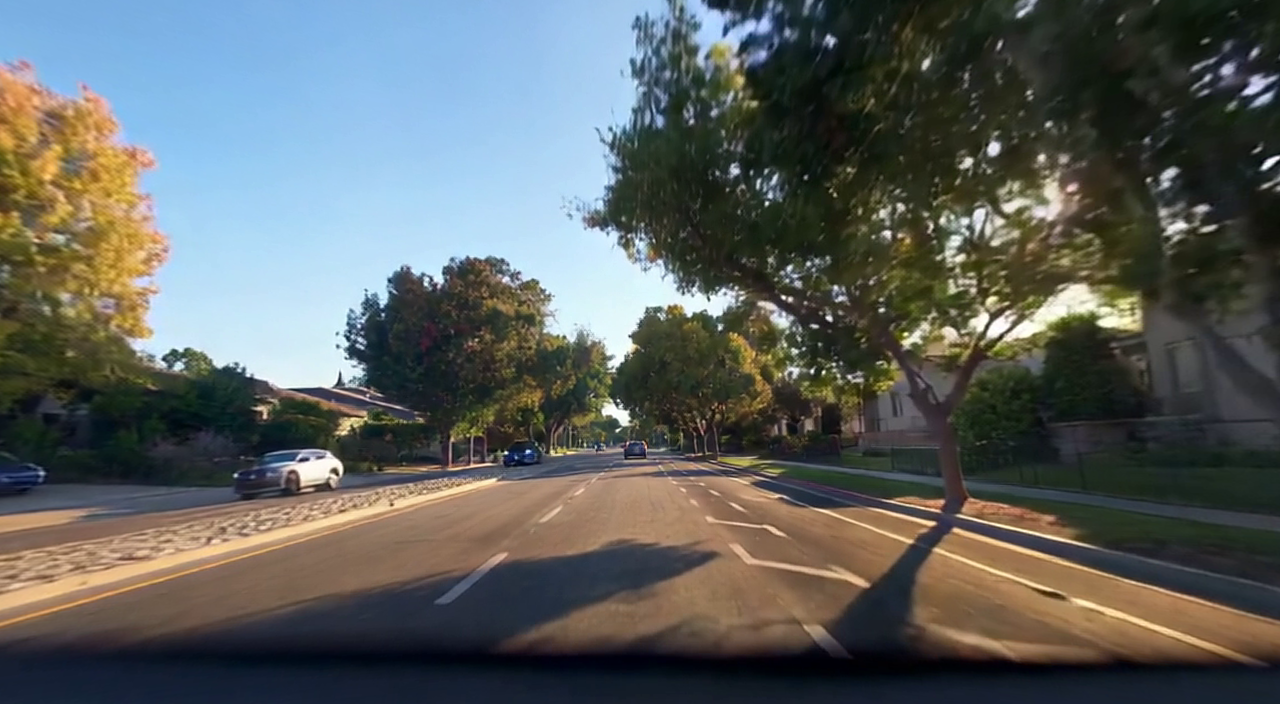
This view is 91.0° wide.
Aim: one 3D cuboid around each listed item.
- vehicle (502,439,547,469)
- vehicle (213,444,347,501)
[{"bbox_3d":[-7.257,6.456,39.968,2.082,1.789,4.387,0,-8,0],"label":"vehicle"},{"bbox_3d":[-12.329,4.105,21.984,2.098,1.740,4.449,0,-8,-1],"label":"vehicle"}]
